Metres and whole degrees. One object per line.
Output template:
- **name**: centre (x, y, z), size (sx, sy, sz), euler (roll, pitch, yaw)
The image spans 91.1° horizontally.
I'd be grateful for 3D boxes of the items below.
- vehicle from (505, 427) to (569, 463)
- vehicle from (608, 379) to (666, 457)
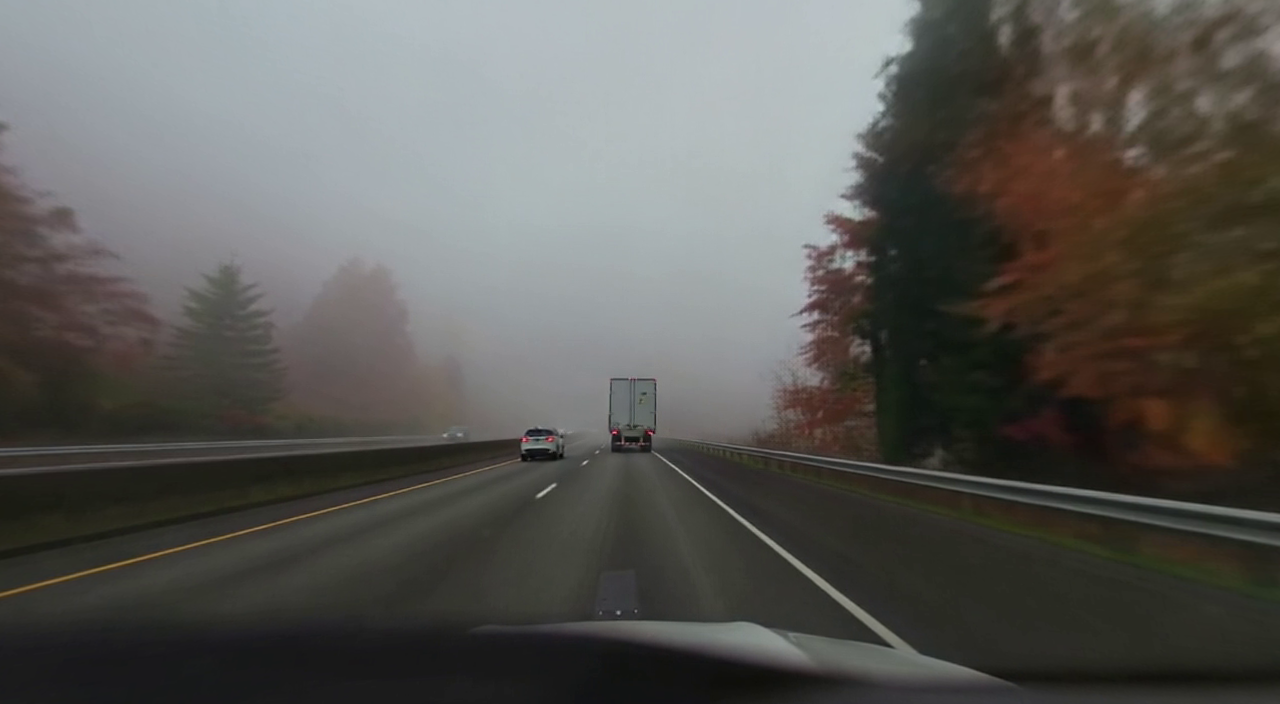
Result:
- **vehicle**: centre (-4.597, 4.230, 28.746), size (2.217, 1.495, 4.245), euler (0, -8, 0)
- **vehicle**: centre (-0.341, 4.194, 38.401), size (3.013, 4.016, 11.496), euler (0, -8, -2)
